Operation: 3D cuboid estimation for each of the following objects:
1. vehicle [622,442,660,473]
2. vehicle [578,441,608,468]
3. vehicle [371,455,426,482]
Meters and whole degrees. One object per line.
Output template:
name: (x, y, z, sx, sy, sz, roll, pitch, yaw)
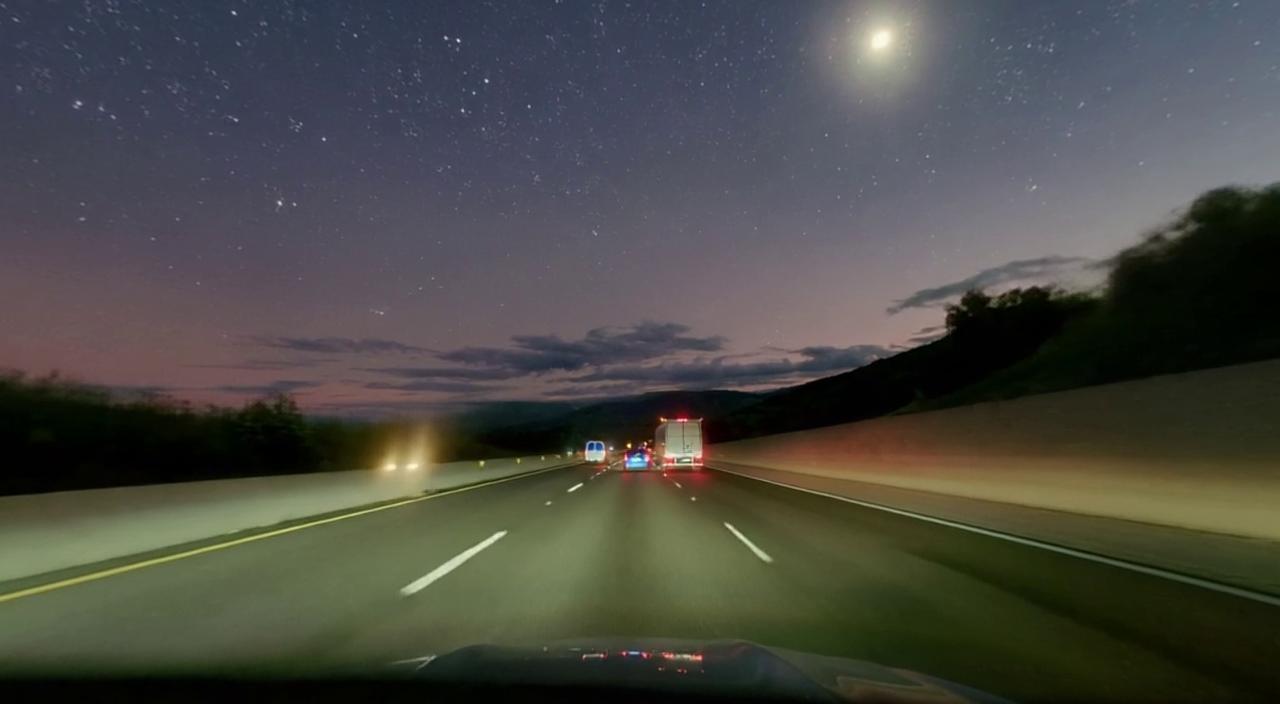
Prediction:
vehicle: (0.061, 6.526, 39.029, 2.166, 1.747, 4.299, 0, -9, 0)
vehicle: (-3.665, 8.054, 49.717, 1.955, 2.004, 4.792, 0, -9, 1)
vehicle: (-16.116, 7.763, 42.263, 1.887, 1.653, 4.289, 0, -9, 1)
